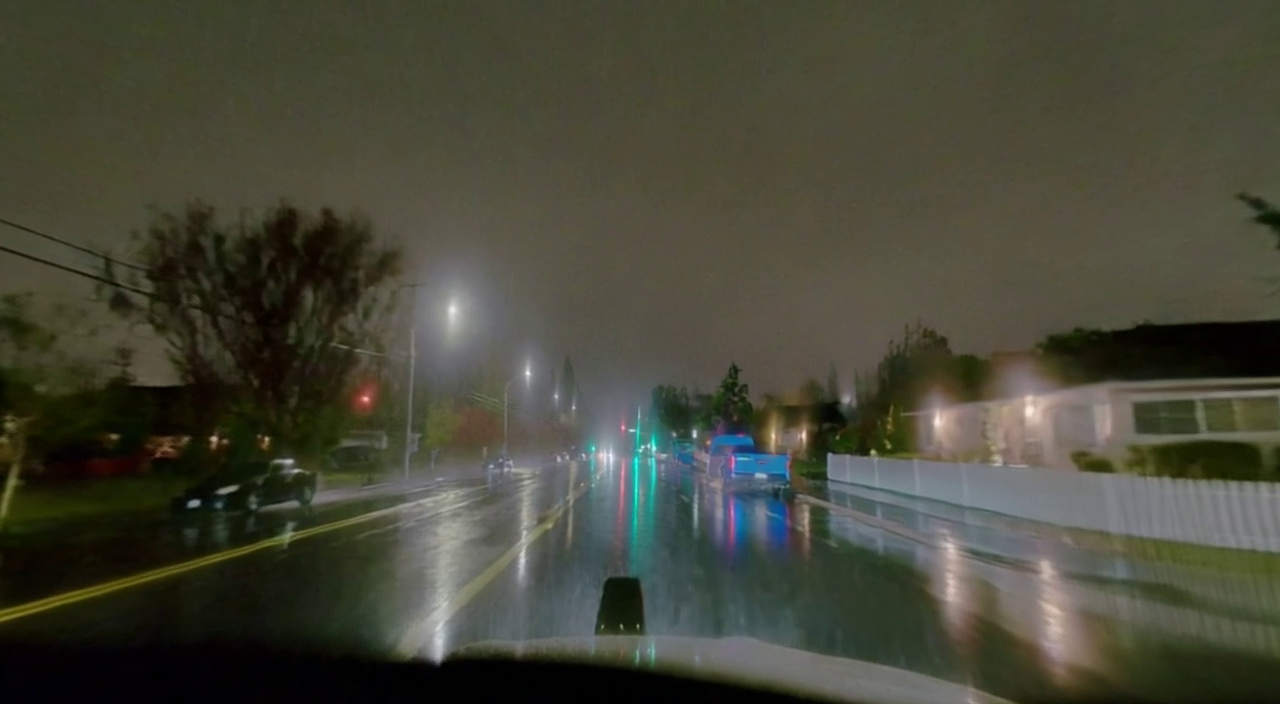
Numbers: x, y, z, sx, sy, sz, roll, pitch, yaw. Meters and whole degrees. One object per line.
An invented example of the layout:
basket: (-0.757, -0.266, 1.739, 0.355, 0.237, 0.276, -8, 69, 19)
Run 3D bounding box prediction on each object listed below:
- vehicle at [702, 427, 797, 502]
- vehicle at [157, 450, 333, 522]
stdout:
vehicle: (3.762, 3.991, 22.942, 2.504, 2.114, 6.073, 5, -8, 3)
vehicle: (-10.807, 3.639, 17.827, 2.049, 1.527, 4.677, -3, -8, -1)
